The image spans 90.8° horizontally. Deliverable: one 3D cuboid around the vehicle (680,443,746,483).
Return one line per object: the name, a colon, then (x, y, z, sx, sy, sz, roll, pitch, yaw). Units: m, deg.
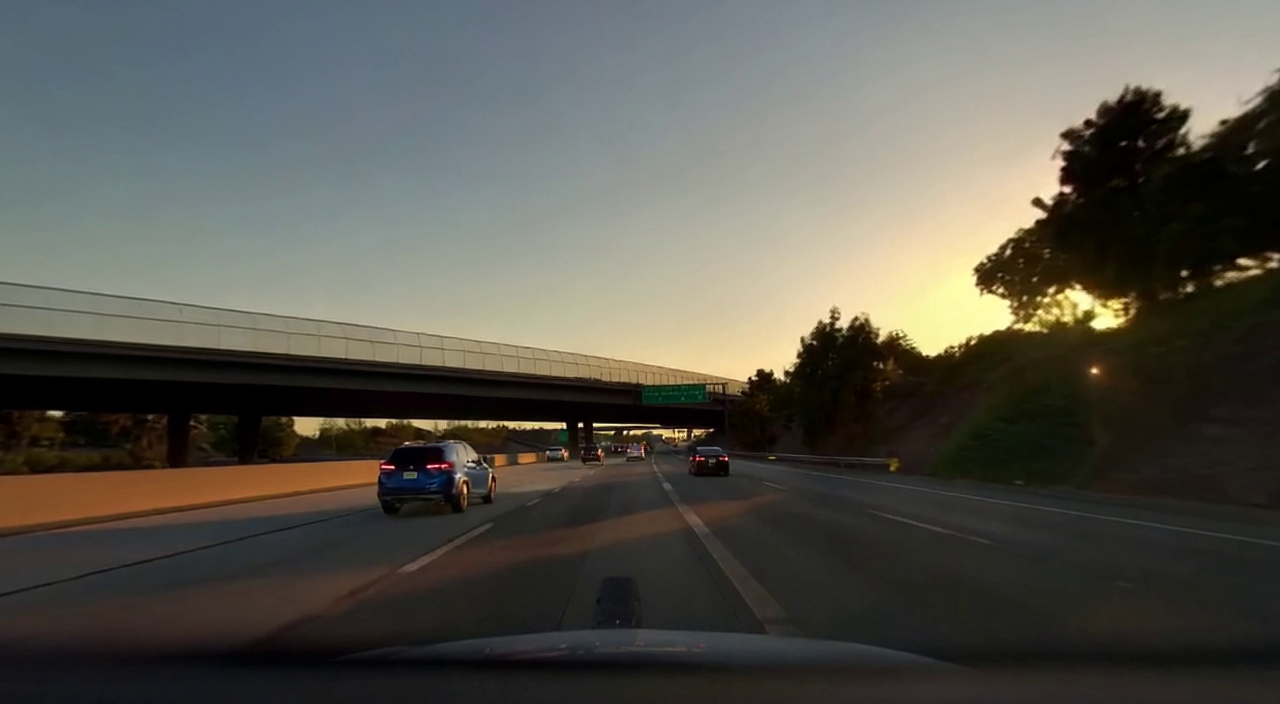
vehicle: (2.832, 4.408, 25.511, 2.083, 1.453, 4.307, 0, -8, -1)

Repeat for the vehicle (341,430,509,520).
vehicle: (-4.393, 2.569, 13.721, 2.193, 1.641, 4.077, 0, -8, 0)
